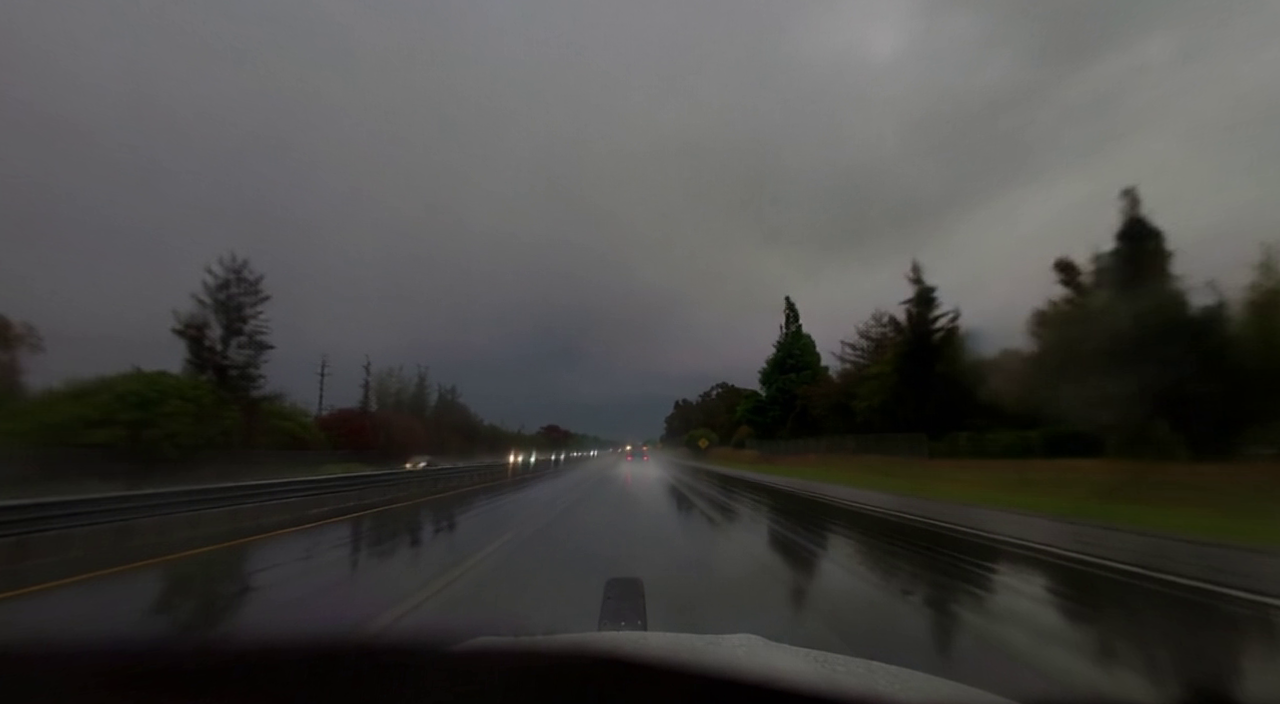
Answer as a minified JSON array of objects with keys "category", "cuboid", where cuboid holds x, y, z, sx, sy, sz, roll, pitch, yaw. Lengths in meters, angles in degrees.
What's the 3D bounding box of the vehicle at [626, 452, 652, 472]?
[{"category":"vehicle","cuboid":[-0.099,8.506,48.945,1.964,1.483,4.016,0,-9,-1]}]
